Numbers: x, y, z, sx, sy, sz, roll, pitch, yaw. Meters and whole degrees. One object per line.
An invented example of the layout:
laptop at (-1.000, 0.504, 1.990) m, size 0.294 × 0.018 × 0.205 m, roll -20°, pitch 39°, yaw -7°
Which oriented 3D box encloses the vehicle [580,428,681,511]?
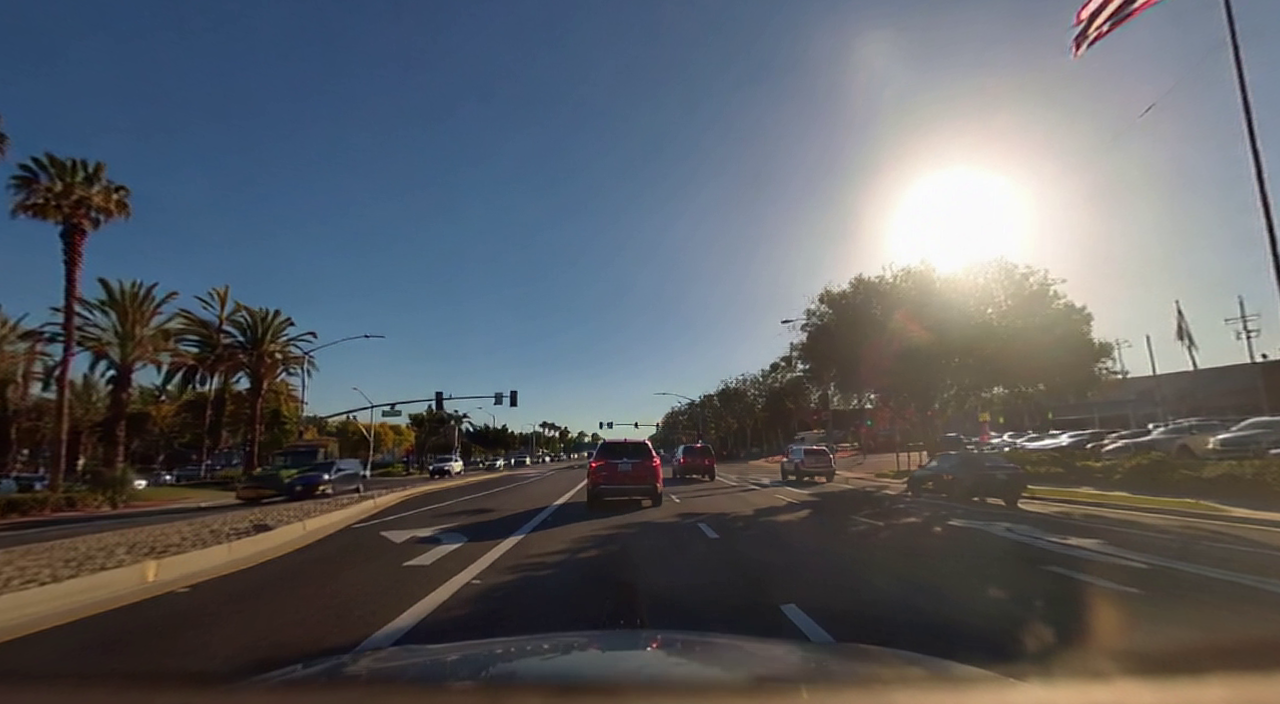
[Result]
vehicle at (-0.266, 3.152, 17.436) m, size 2.402 × 1.938 × 4.535 m, roll 0°, pitch -9°, yaw -1°

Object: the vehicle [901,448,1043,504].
vehicle at (9.911, 3.706, 19.316) m, size 1.967 × 1.485 × 4.267 m, roll 0°, pitch -9°, yaw -1°

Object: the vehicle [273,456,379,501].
vehicle at (-12.028, 4.845, 24.557) m, size 1.965 × 1.475 × 4.209 m, roll 0°, pitch -9°, yaw -1°

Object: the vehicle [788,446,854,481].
vehicle at (9.773, 6.019, 34.503) m, size 2.155 × 1.779 × 4.582 m, roll 0°, pitch -9°, yaw -1°

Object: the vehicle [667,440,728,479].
vehicle at (3.108, 6.048, 35.879) m, size 2.773 × 2.021 × 6.212 m, roll 0°, pitch -9°, yaw -1°
